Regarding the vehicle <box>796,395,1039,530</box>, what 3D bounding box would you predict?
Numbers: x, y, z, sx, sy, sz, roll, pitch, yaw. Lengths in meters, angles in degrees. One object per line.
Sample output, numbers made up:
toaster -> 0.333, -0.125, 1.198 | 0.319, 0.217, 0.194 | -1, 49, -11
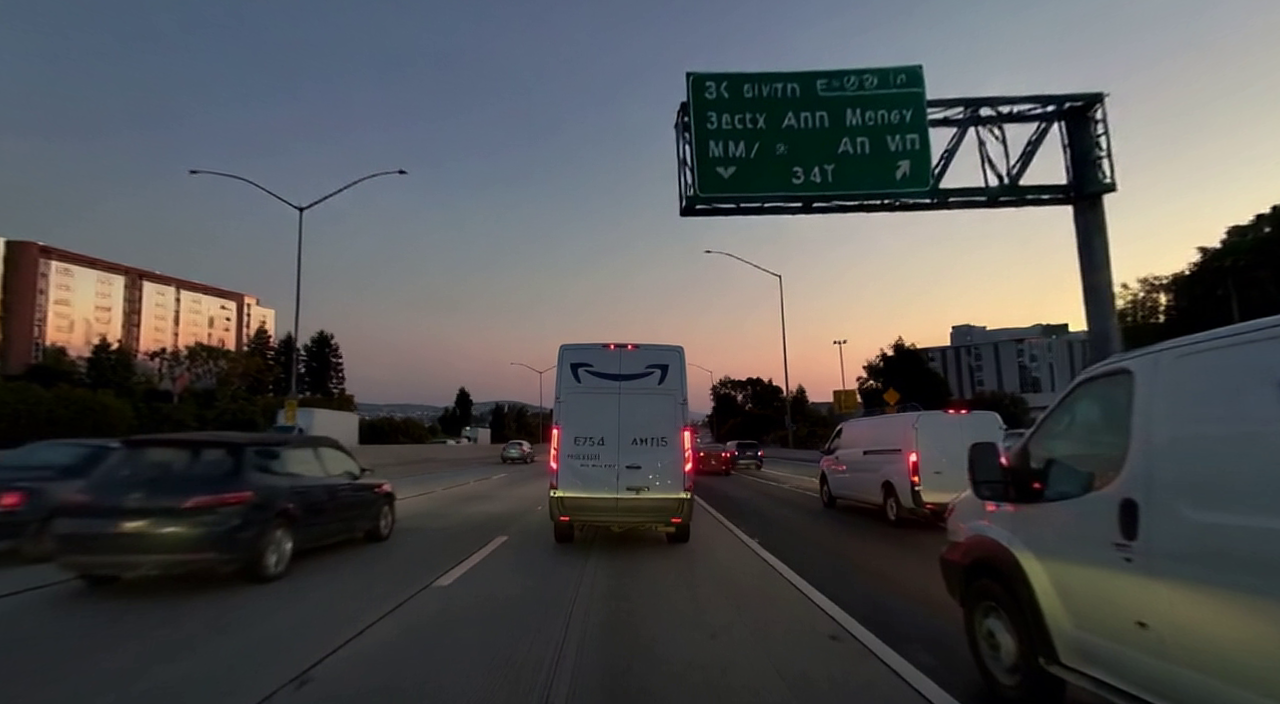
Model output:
vehicle -> 4.834, 2.052, 12.177 | 2.179, 1.999, 5.331 | 1, -9, -1

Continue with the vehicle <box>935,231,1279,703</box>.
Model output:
vehicle -> 2.981, 0.530, 1.173 | 2.341, 1.890, 5.144 | 0, -9, 0

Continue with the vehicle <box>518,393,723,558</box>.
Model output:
vehicle -> -0.210, 1.702, 9.309 | 2.287, 1.823, 4.369 | 0, -8, 0

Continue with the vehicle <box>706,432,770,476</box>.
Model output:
vehicle -> 4.087, 4.343, 26.964 | 2.064, 1.720, 4.416 | 0, -8, 0

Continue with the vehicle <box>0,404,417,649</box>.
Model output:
vehicle -> -4.021, 1.406, 6.165 | 1.983, 1.496, 4.371 | 0, -8, 1

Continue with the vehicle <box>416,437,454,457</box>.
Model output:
vehicle -> -15.612, 7.253, 48.126 | 1.578, 1.432, 3.491 | 0, -8, 1
